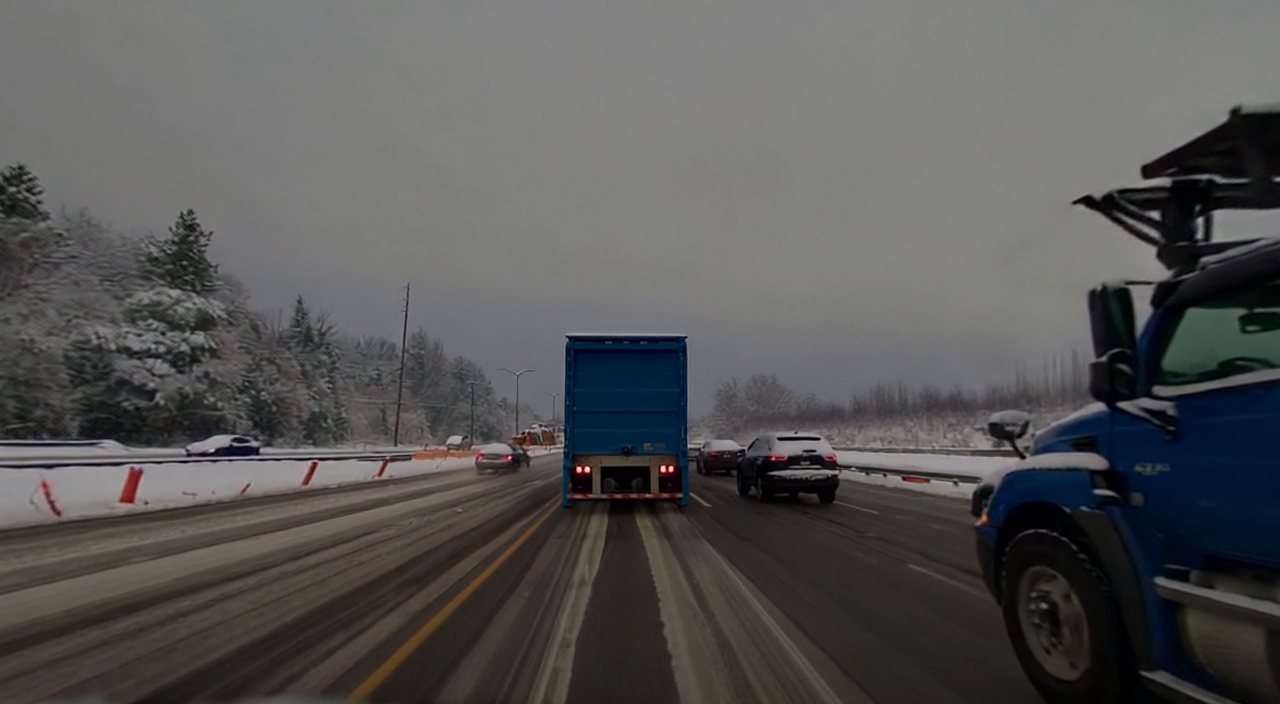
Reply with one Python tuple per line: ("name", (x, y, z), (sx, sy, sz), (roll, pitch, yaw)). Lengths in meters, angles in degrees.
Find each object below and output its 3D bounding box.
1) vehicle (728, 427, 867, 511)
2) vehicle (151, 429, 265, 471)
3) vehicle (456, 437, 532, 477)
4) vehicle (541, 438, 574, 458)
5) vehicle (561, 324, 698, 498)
("vehicle", (3.557, 2.736, 15.173), (2.103, 1.713, 4.173), (1, -9, -3))
("vehicle", (-21.776, 4.920, 31.789), (4.632, 1.852, 2.033), (0, -8, 16))
("vehicle", (-5.904, 4.332, 26.110), (2.014, 1.477, 4.595), (0, -9, 1))
("vehicle", (-6.493, 7.593, 49.812), (1.994, 1.481, 4.660), (0, -9, 0))
("vehicle", (-0.417, 2.080, 19.402), (3.067, 3.940, 10.154), (1, -9, -2))
